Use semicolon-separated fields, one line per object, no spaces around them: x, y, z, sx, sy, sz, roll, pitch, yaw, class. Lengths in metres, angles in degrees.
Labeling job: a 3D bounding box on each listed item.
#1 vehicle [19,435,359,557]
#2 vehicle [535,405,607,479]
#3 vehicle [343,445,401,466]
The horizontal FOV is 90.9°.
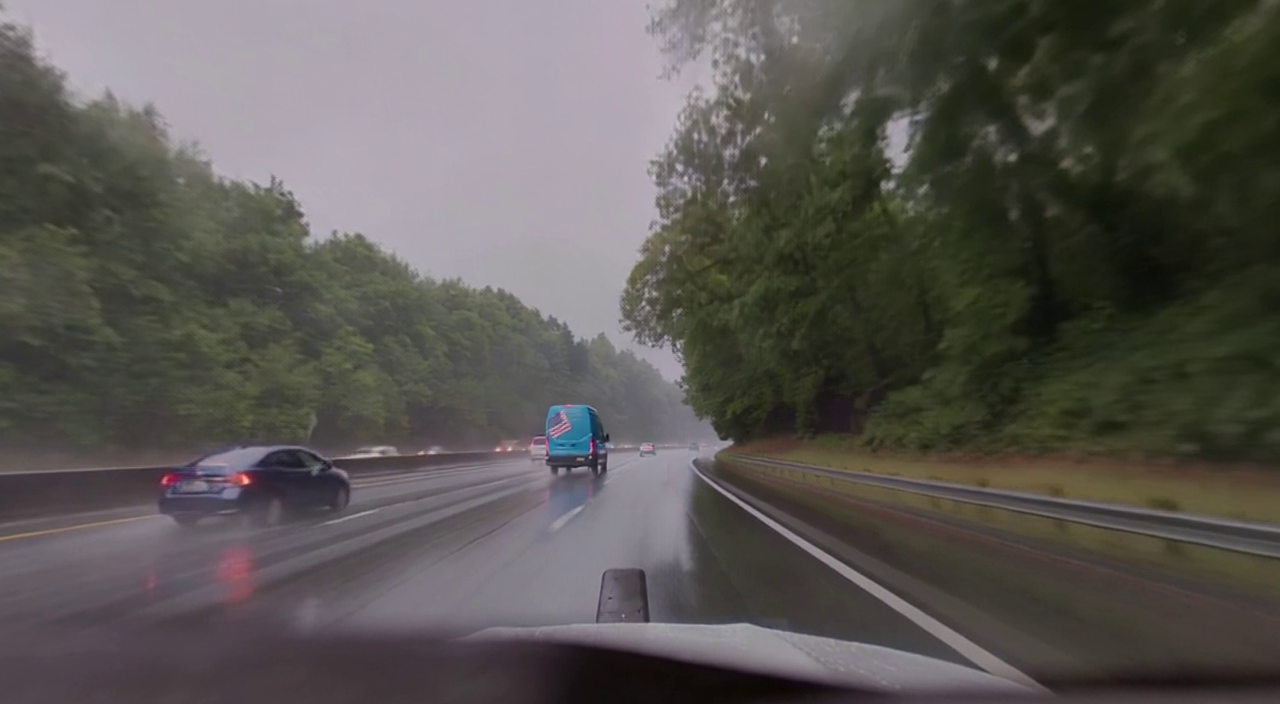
-6.401;2.042;9.810;1.947;1.438;4.440;0;-8;1;vehicle
-2.843;3.910;27.470;2.319;2.883;5.632;0;-8;2;vehicle
-19.346;7.469;45.762;1.905;1.469;4.566;-1;-8;4;vehicle
